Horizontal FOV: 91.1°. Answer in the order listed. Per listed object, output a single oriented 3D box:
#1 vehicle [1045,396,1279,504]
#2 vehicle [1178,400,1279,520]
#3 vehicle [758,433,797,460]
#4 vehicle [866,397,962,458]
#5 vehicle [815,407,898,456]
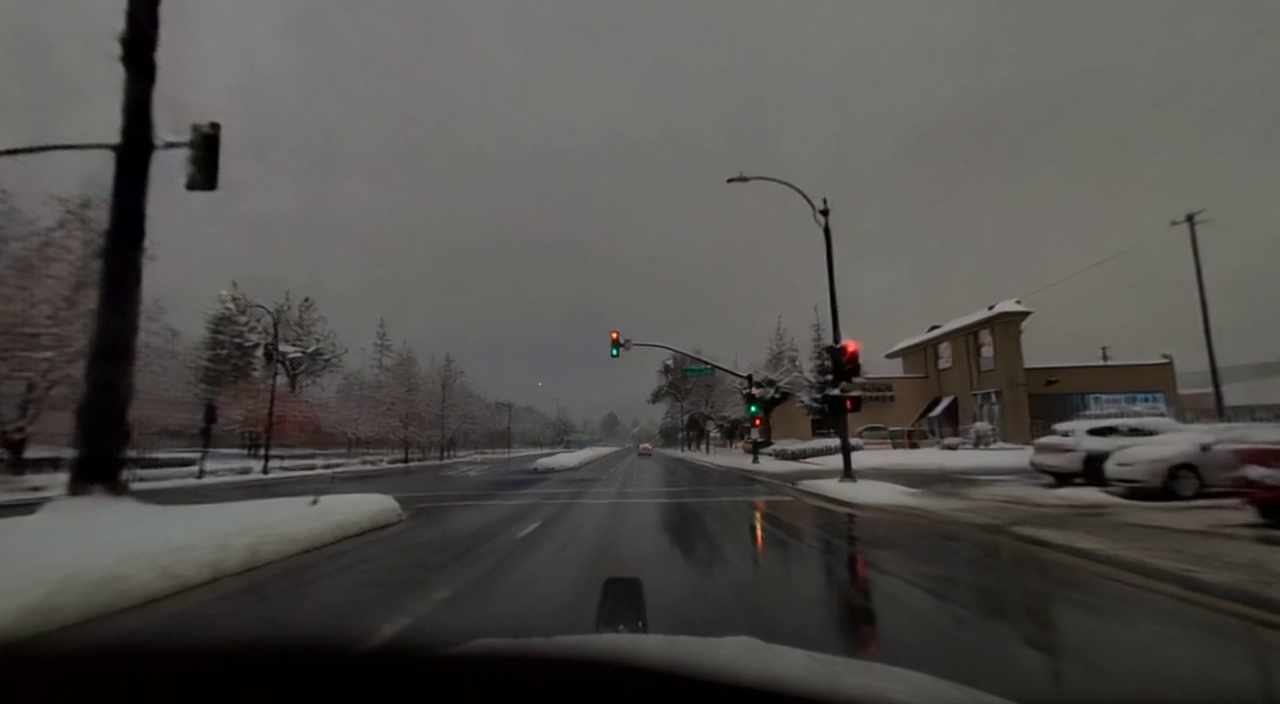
[{"bbox_3d":[10.946,1.892,12.214,4.641,1.883,2.085,0,-9,-3],"label":"vehicle"},{"bbox_3d":[11.124,1.592,9.470,4.233,1.665,1.847,-1,-9,-1],"label":"vehicle"},{"bbox_3d":[9.943,6.896,45.598,1.655,1.820,3.969,0,-9,-4],"label":"vehicle"},{"bbox_3d":[16.129,4.624,37.697,3.161,3.209,7.934,-1,-8,8],"label":"vehicle"},{"bbox_3d":[16.324,6.181,48.383,2.814,3.328,10.467,0,-8,1],"label":"vehicle"}]
